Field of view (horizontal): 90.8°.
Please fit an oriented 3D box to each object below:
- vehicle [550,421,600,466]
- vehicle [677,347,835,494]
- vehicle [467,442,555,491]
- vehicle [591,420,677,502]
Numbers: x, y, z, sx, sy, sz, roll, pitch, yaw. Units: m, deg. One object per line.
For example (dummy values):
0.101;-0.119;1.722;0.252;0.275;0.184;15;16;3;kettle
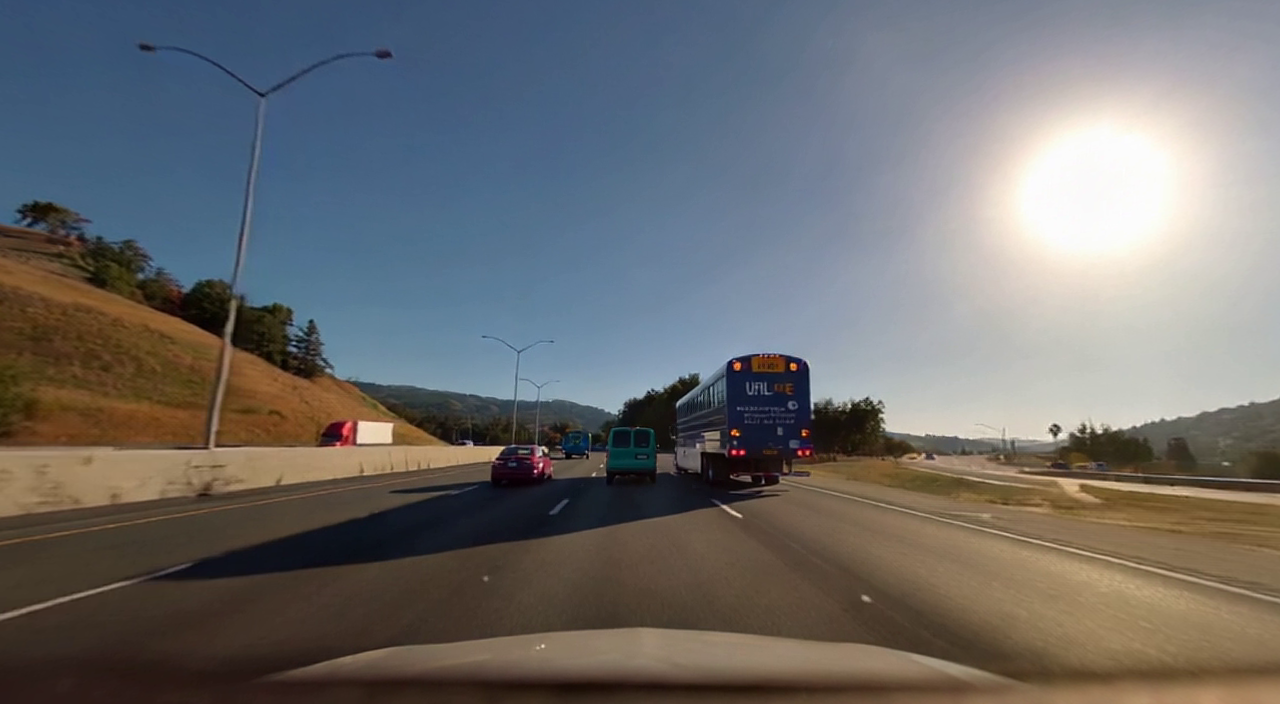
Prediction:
-4.545;6.660;45.811;2.947;3.009;7.991;0;-9;-2;vehicle
3.613;2.861;24.246;3.006;4.101;13.245;0;-9;-2;vehicle
-4.117;3.727;20.899;2.039;1.453;4.197;0;-9;0;vehicle
-0.245;2.916;17.250;2.037;1.929;4.343;0;-9;-3;vehicle
